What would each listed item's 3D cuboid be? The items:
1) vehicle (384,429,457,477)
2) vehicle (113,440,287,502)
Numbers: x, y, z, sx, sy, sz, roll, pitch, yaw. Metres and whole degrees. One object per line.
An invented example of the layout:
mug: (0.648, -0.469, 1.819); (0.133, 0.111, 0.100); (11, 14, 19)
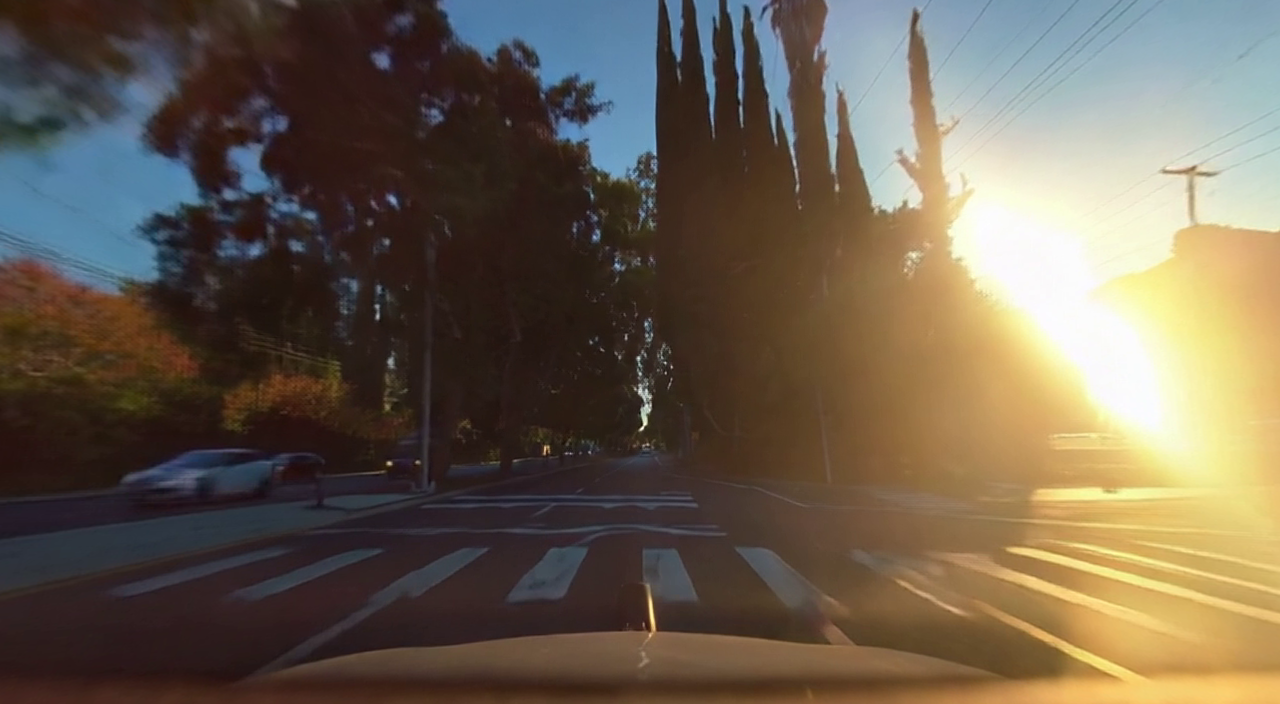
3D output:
vehicle: (-13.218, 6.125, 38.430); (2.305, 2.620, 5.830); (0, -8, 0)
vehicle: (-13.573, 3.670, 19.904); (2.035, 1.693, 4.625); (0, -8, 1)
